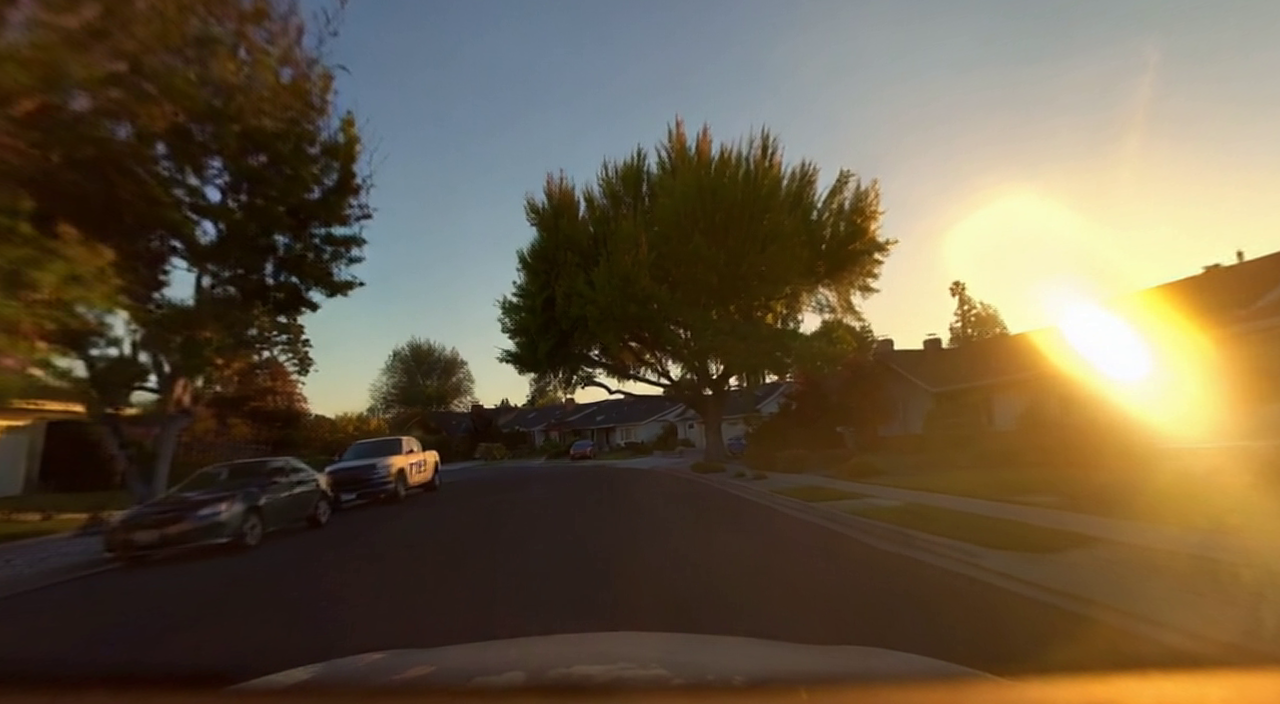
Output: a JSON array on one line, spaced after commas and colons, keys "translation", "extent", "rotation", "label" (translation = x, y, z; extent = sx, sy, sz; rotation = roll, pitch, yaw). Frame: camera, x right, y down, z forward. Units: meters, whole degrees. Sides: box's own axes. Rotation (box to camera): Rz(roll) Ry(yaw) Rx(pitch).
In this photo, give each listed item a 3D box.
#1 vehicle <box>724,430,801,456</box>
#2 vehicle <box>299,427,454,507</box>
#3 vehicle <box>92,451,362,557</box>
[{"translation": [7.954, 5.892, 41.038], "extent": [4.533, 1.557, 1.981], "rotation": [2, -6, -13], "label": "vehicle"}, {"translation": [-7.315, 3.247, 18.336], "extent": [2.338, 1.925, 5.725], "rotation": [0, -8, -3], "label": "vehicle"}, {"translation": [-6.671, 2.439, 10.841], "extent": [2.017, 1.397, 4.004], "rotation": [0, -8, -2], "label": "vehicle"}]
